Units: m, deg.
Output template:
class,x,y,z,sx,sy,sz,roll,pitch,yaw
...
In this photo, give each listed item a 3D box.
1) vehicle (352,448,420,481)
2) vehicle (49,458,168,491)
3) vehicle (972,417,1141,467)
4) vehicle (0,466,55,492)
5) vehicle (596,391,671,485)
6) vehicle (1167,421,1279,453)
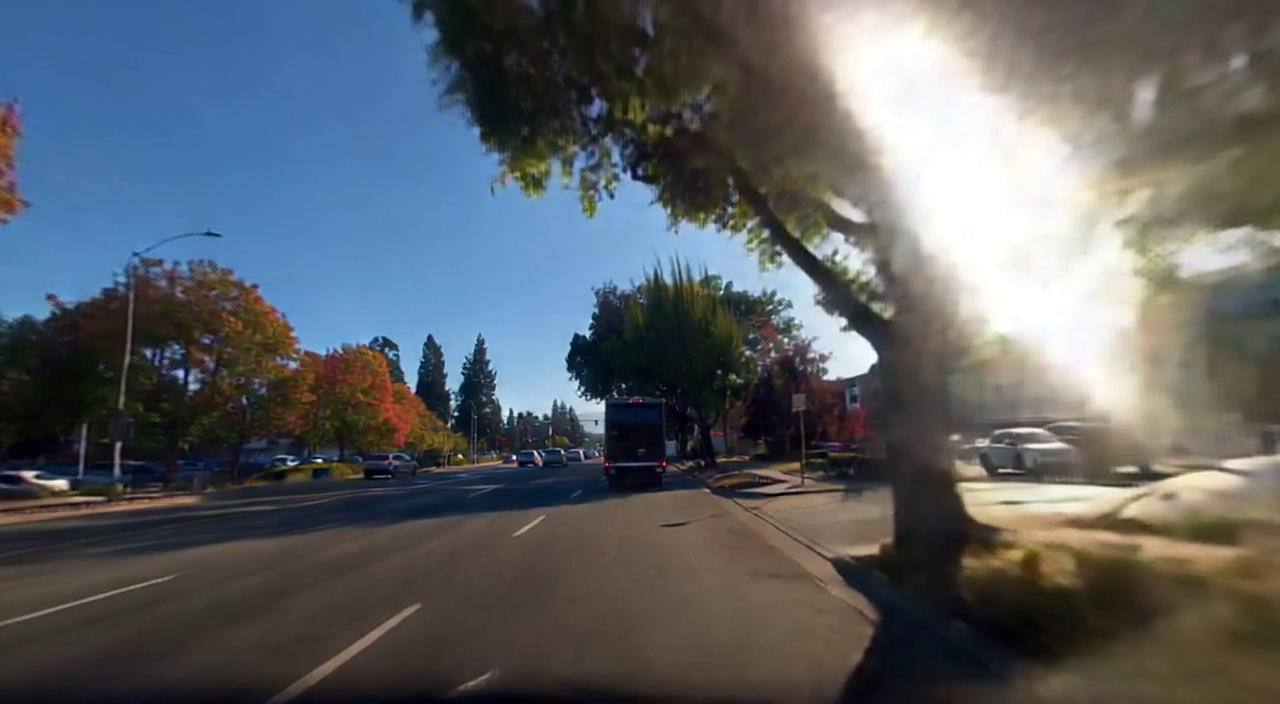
class,x,y,z,sx,sy,sz,roll,pitch,yaw
vehicle,-14.036,6.214,34.952,1.958,1.672,4.283,0,-9,0
vehicle,-33.793,7.799,40.067,5.452,1.994,2.312,0,-9,1
vehicle,13.770,2.987,20.961,4.321,1.579,1.823,0,-7,1
vehicle,-39.186,7.947,39.267,1.645,1.416,3.497,-6,-10,39
vehicle,-0.218,4.009,28.969,2.905,3.644,8.807,0,-9,0
vehicle,26.459,3.867,28.528,3.537,1.393,1.581,0,-9,-1
